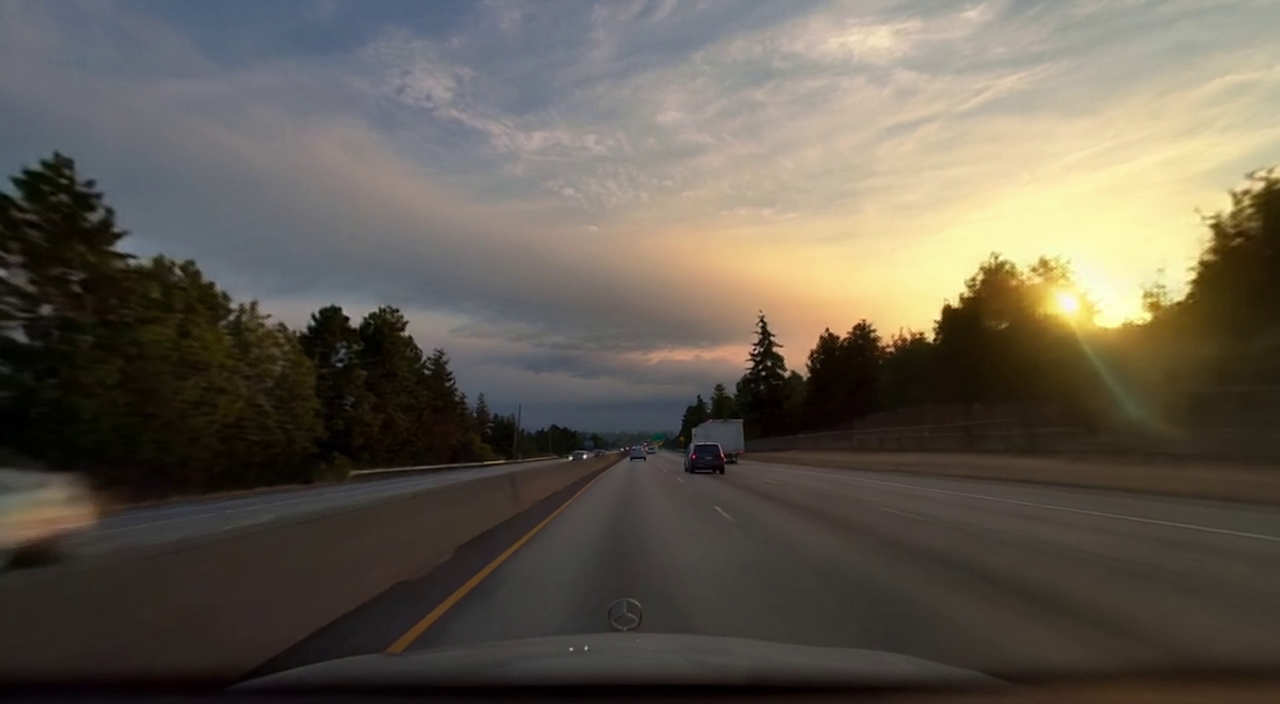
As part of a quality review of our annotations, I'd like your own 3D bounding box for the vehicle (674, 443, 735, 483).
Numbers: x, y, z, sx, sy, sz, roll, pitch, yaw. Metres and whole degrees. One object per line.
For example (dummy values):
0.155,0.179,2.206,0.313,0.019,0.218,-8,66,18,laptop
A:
2.787,4.915,28.176,2.123,1.620,4.959,0,-9,-1,vehicle
